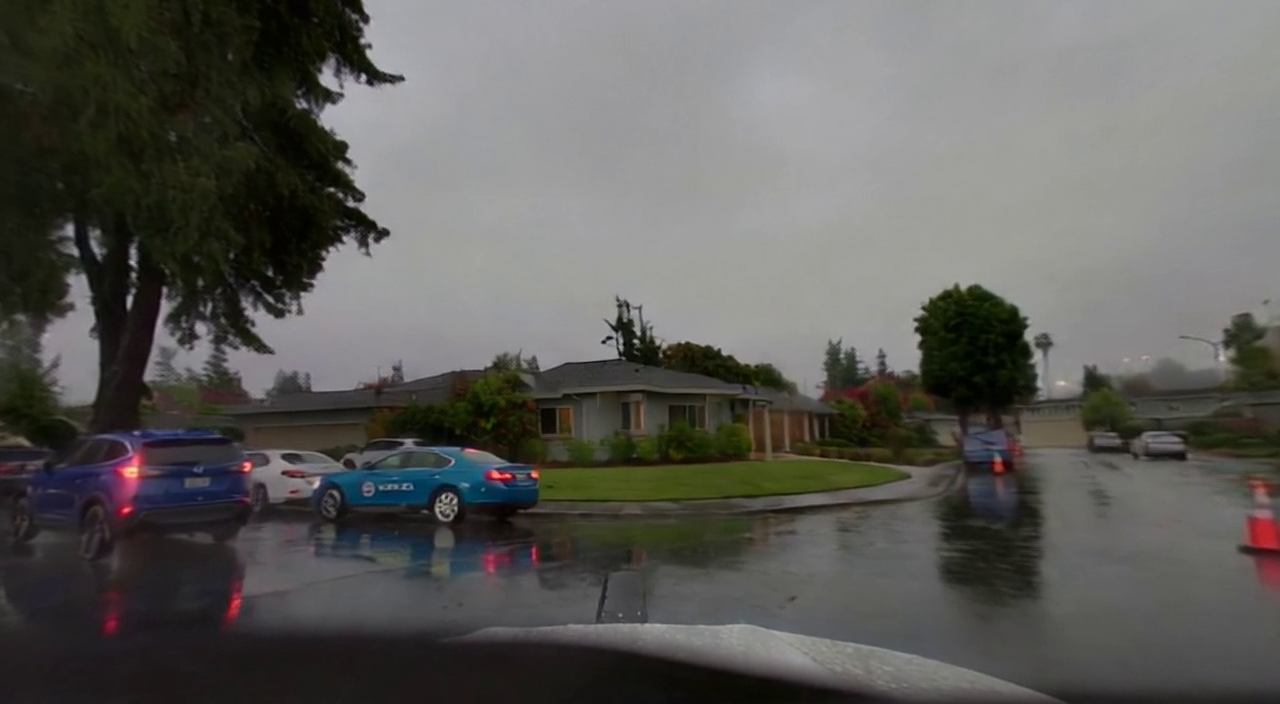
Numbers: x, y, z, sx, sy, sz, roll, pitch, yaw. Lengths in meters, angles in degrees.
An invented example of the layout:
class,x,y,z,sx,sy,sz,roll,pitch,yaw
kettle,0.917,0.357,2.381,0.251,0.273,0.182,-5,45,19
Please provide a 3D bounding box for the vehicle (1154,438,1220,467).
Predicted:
class,x,y,z,sx,sy,sz,roll,pitch,yaw
vehicle,29.694,5.452,34.431,1.829,1.447,4.183,-5,-10,29

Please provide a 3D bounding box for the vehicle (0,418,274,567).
class,x,y,z,sx,sy,sz,roll,pitch,yaw
vehicle,-7.916,1.985,9.651,4.094,1.748,2.350,-6,-10,33

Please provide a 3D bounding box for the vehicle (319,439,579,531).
class,x,y,z,sx,sy,sz,roll,pitch,yaw
vehicle,-3.858,2.550,12.766,4.710,1.515,2.400,-5,-10,30

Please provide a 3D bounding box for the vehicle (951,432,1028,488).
class,x,y,z,sx,sy,sz,roll,pitch,yaw
vehicle,12.433,3.751,22.347,2.014,1.742,4.297,-6,-10,31

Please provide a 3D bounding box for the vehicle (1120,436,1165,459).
class,x,y,z,sx,sy,sz,roll,pitch,yaw
vehicle,36.982,7.028,46.572,1.869,1.635,4.043,-5,-10,29
